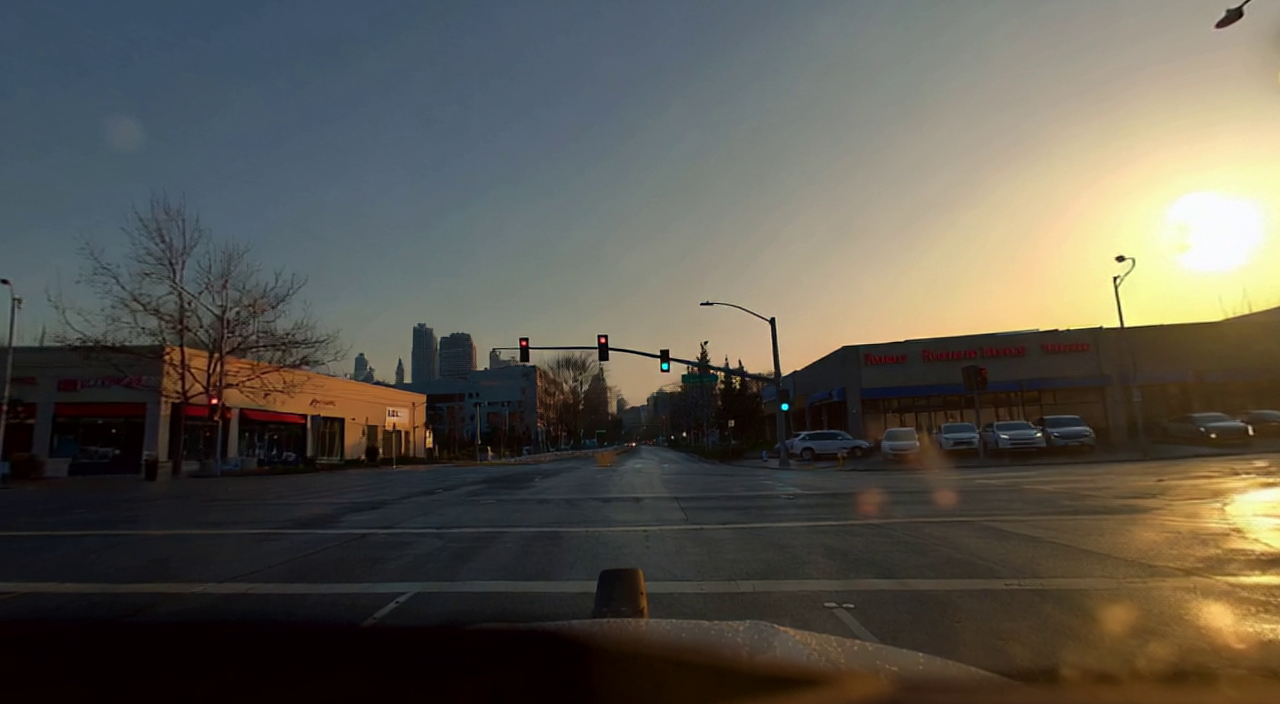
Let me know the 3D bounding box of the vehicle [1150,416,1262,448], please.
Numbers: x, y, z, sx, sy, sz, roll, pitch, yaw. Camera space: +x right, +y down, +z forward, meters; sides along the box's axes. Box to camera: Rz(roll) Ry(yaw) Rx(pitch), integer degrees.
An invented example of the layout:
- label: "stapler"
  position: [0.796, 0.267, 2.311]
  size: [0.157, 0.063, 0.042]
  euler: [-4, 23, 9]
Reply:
- label: "vehicle"
  position: [28.297, 4.073, 31.706]
  size: [1.799, 1.459, 4.266]
  euler: [0, -8, 3]
